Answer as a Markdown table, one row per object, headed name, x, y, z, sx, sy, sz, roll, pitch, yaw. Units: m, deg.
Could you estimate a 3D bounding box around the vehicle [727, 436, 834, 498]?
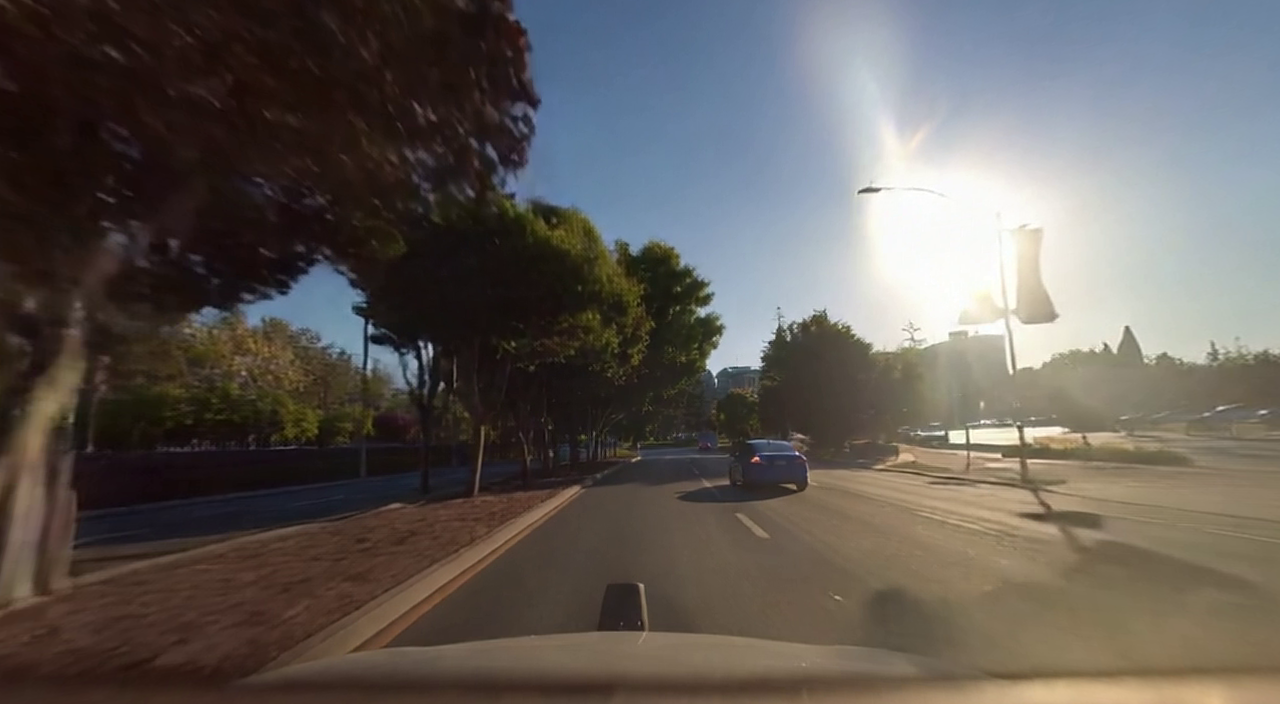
| name | x | y | z | sx | sy | sz | roll | pitch | yaw |
| --- | --- | --- | --- | --- | --- | --- | --- | --- | --- |
| vehicle | 3.722 | 3.123 | 17.615 | 1.928 | 1.481 | 4.453 | 0 | -8 | 0 |
